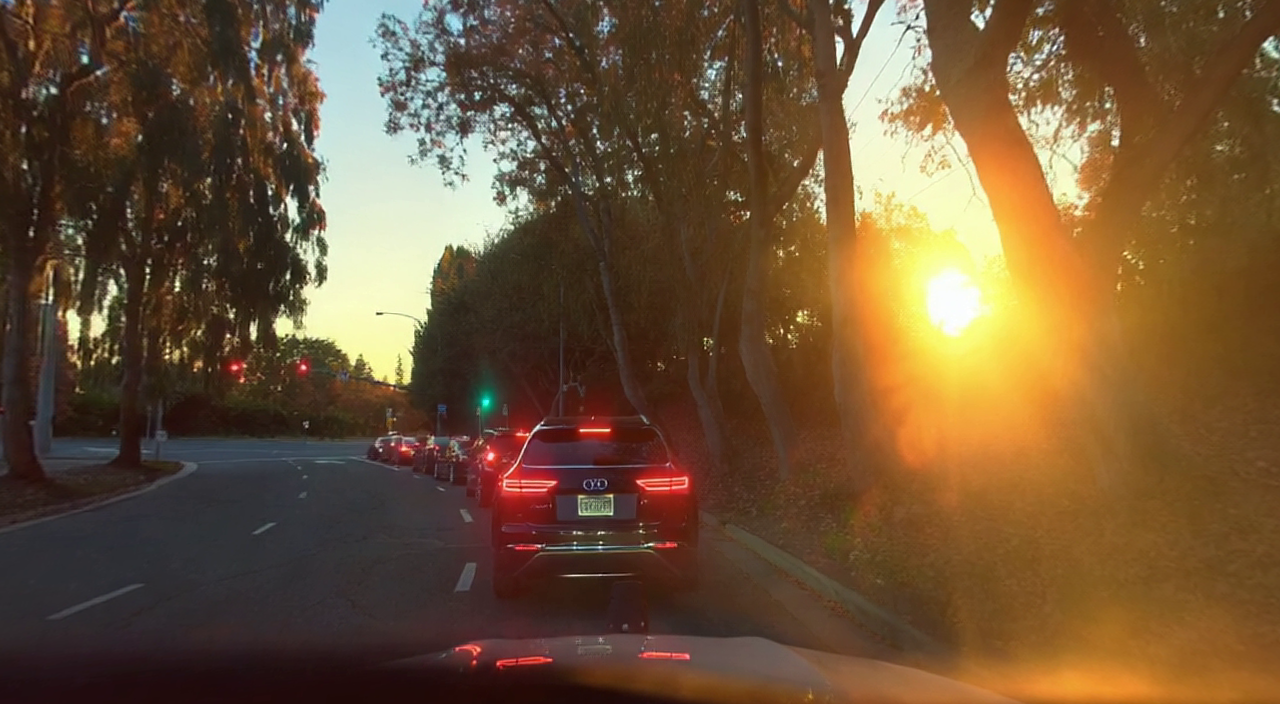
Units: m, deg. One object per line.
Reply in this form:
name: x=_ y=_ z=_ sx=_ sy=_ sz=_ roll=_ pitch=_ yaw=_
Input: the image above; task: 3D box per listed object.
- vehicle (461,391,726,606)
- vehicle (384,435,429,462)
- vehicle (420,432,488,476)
vehicle: x=-0.682 y=1.460 z=7.197 sx=2.134 sy=1.671 sz=4.147 roll=1 pitch=-8 yaw=-9
vehicle: x=-13.764 y=5.629 z=36.894 sx=1.863 sy=1.488 sz=4.426 roll=4 pitch=-9 yaw=-27
vehicle: x=-7.301 y=3.932 z=24.480 sx=1.902 sy=1.536 sz=3.662 roll=4 pitch=-9 yaw=-25
